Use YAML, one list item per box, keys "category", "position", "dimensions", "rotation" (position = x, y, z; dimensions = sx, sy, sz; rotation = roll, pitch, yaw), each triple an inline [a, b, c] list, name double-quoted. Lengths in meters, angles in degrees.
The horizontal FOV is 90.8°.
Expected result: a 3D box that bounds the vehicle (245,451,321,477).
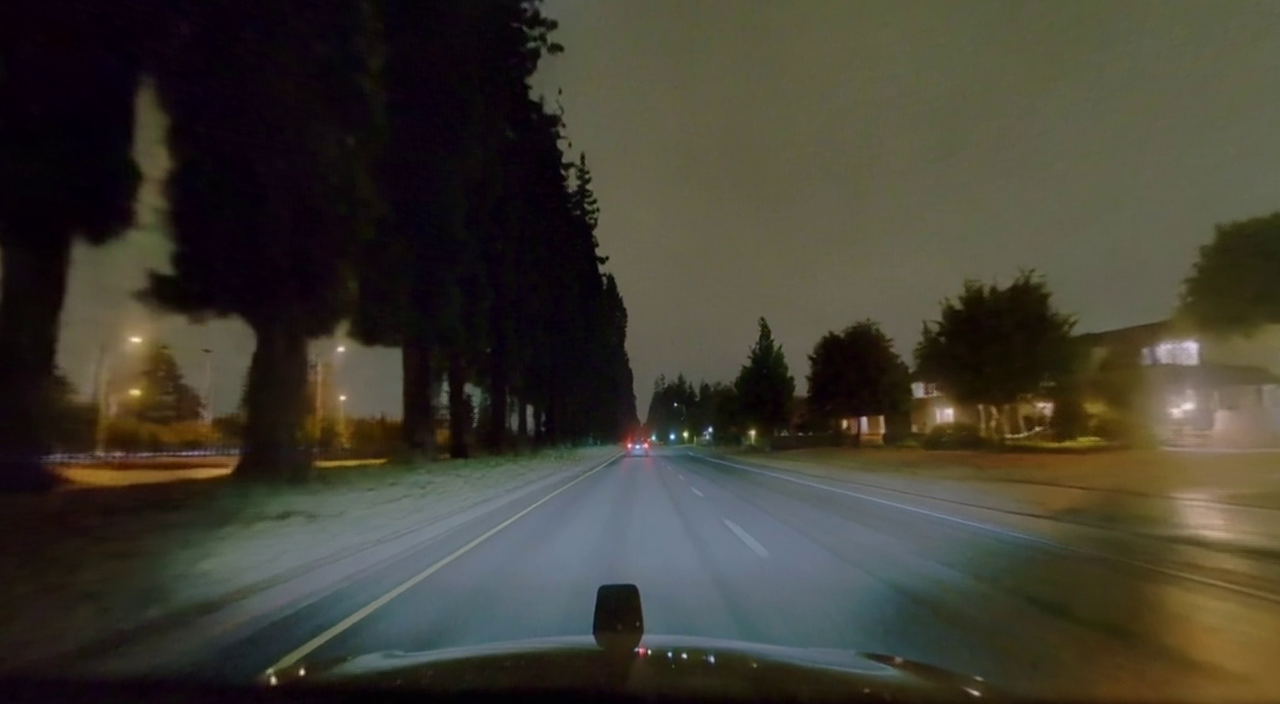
- category: "vehicle"
  position: [-21.749, 6.809, 38.711]
  dimensions: [1.968, 1.467, 4.567]
  rotation: [0, -8, 1]
